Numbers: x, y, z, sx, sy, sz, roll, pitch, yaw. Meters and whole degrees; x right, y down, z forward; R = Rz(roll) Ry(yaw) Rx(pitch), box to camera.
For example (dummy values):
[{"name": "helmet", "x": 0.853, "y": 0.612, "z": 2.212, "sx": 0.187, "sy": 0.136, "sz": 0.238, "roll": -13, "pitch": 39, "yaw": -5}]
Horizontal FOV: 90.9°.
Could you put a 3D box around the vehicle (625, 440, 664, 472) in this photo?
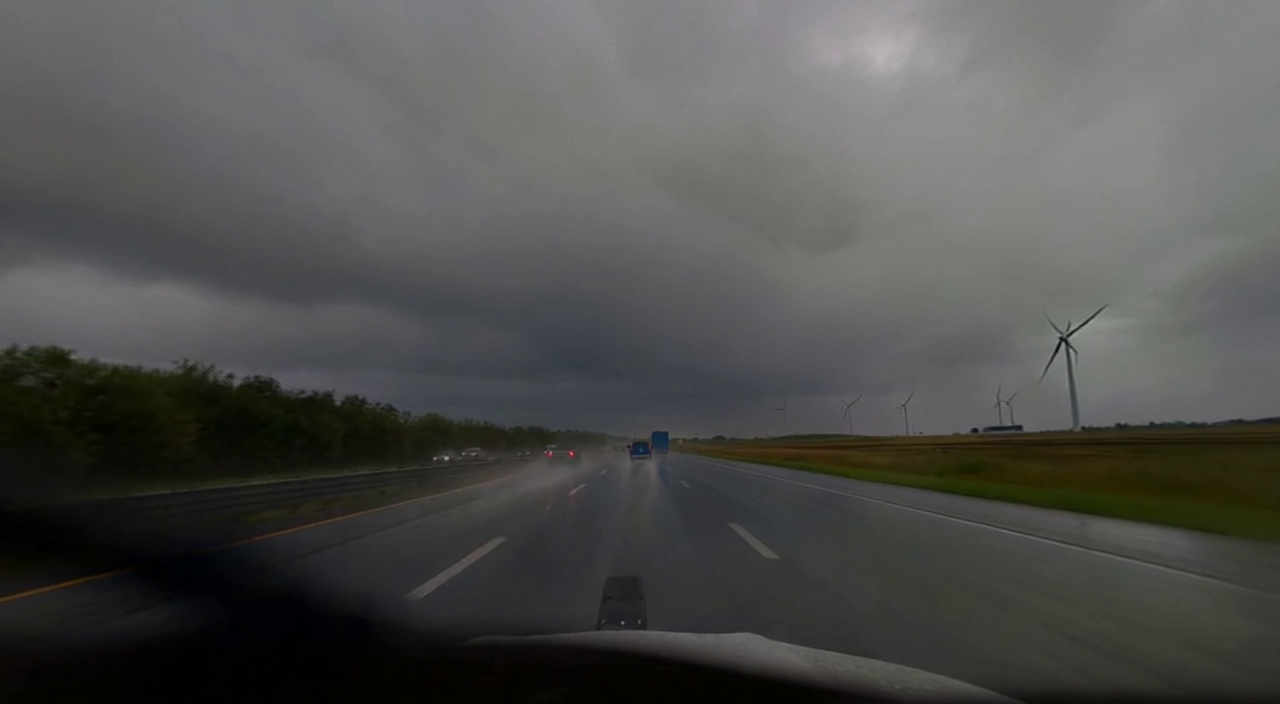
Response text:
[{"name": "vehicle", "x": 0.223, "y": 5.884, "z": 35.759, "sx": 2.083, "sy": 1.689, "sz": 4.083, "roll": 0, "pitch": -9, "yaw": 0}]

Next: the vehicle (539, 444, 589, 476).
[{"name": "vehicle", "x": -3.836, "y": 5.552, "z": 32.637, "sx": 1.984, "sy": 1.491, "sz": 4.341, "roll": 0, "pitch": -9, "yaw": 1}]
